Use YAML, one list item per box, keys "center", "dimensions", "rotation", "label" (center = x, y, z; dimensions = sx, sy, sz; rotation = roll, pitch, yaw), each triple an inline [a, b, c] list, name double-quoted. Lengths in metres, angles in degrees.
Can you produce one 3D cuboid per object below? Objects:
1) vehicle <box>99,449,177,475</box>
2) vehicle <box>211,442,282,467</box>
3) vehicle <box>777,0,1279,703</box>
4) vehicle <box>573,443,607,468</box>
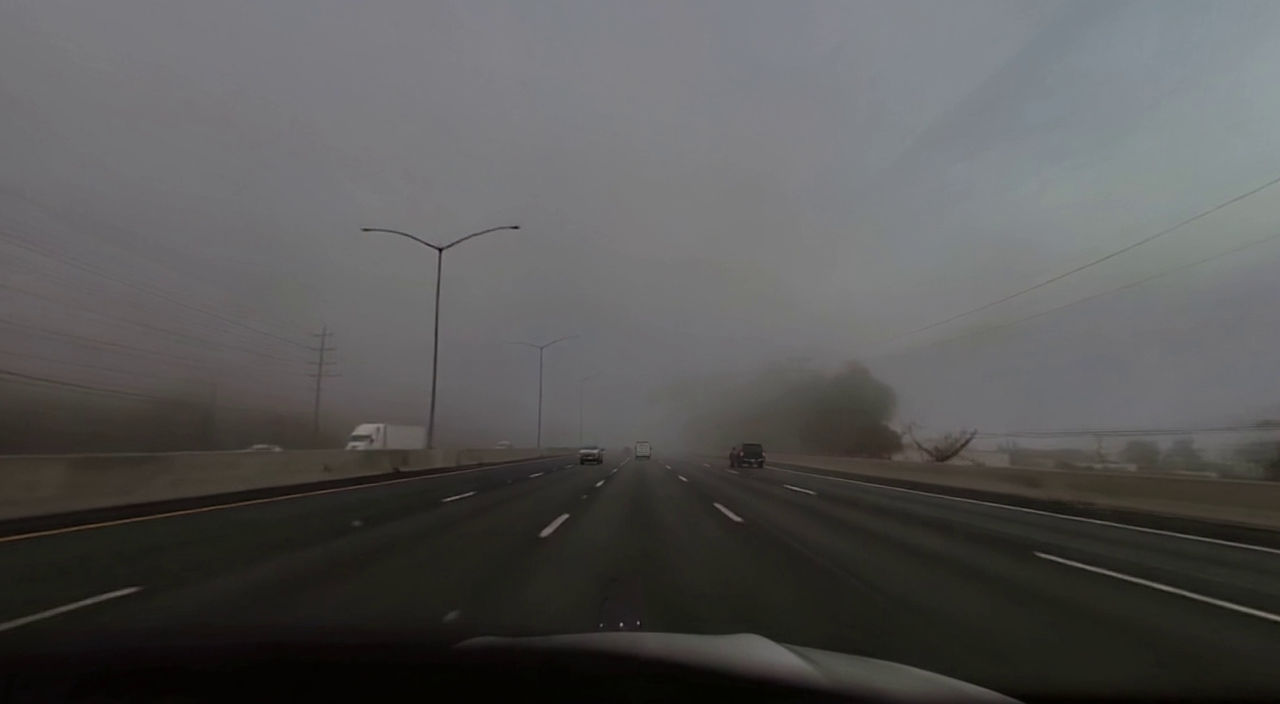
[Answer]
- center: [-28.922, 6.335, 36.397]
  dimensions: [1.558, 1.409, 3.503]
  rotation: [0, -9, 0]
  label: "vehicle"
- center: [-24.740, 6.455, 39.743]
  dimensions: [1.893, 1.494, 3.950]
  rotation: [0, -9, 0]
  label: "vehicle"
- center: [3.838, -0.156, 3.240]
  dimensions: [2.899, 4.078, 16.430]
  rotation: [0, -8, 1]
  label: "vehicle"
- center: [-3.428, 7.195, 44.017]
  dimensions: [2.000, 1.658, 4.155]
  rotation: [0, -9, 0]
  label: "vehicle"
